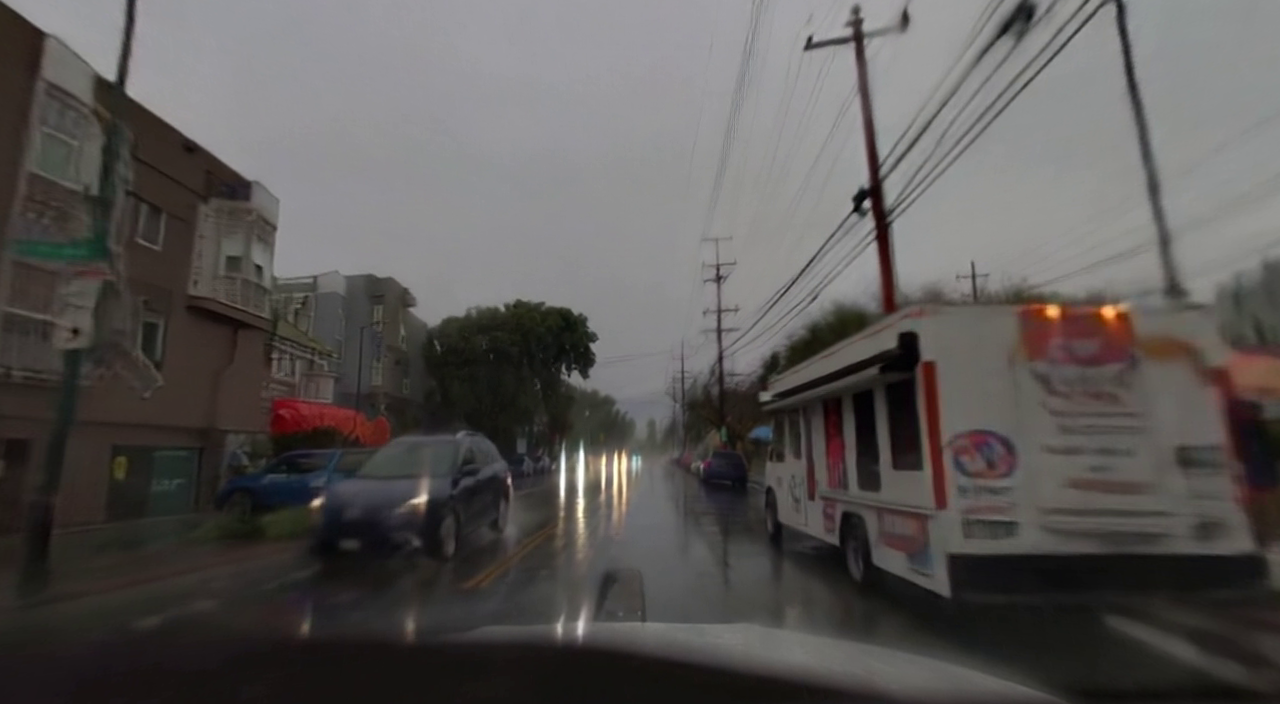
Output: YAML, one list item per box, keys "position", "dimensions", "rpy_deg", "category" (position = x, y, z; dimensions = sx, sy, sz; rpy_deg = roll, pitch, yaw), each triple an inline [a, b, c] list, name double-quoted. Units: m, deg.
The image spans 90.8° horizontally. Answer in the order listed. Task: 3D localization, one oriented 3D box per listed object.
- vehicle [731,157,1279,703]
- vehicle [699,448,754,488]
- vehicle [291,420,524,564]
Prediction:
- position: [3.233, 0.936, 7.745]
  dimensions: [2.886, 3.321, 7.809]
  rpy_deg: [0, -8, -1]
  category: "vehicle"
- position: [3.843, 5.205, 28.781]
  dimensions: [1.936, 1.641, 4.434]
  rpy_deg: [-1, -8, 1]
  category: "vehicle"
- position: [-3.188, 1.989, 9.729]
  dimensions: [1.952, 1.708, 4.096]
  rpy_deg: [-1, -8, 1]
  category: "vehicle"
